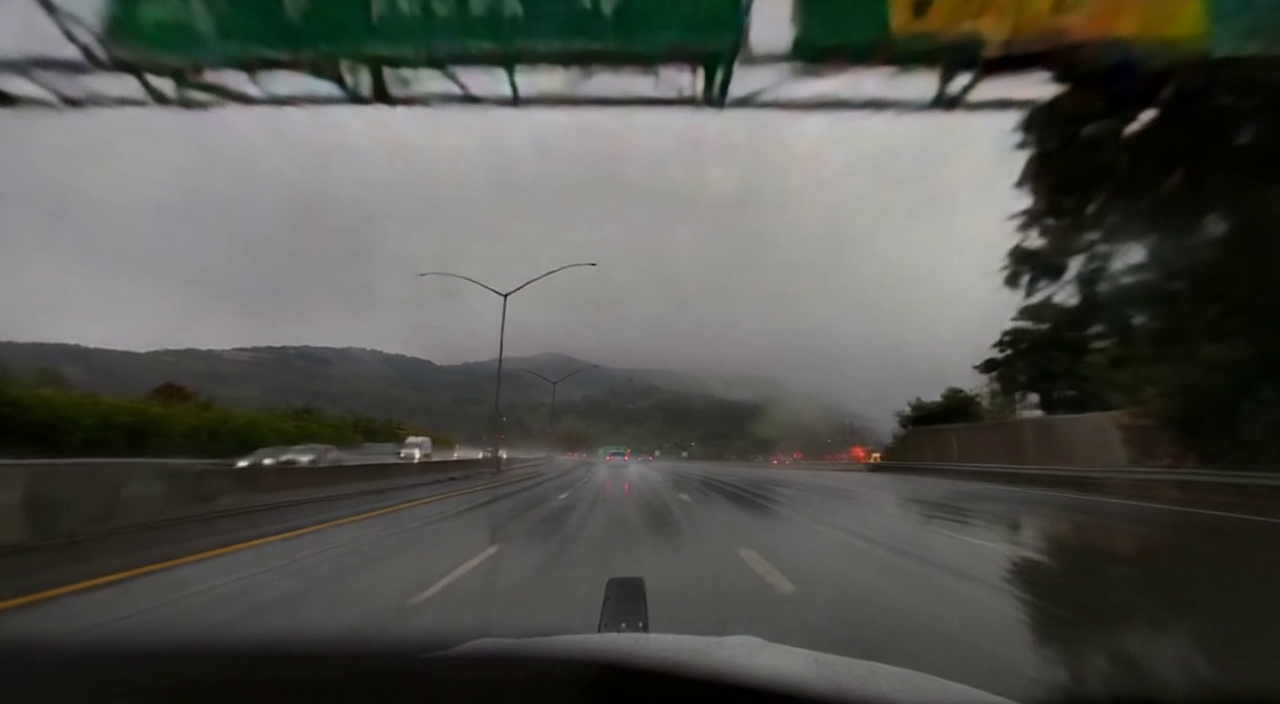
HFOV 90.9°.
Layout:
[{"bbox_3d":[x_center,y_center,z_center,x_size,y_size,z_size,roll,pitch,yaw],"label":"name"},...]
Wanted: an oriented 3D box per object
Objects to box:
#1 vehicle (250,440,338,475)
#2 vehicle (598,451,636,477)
[{"bbox_3d":[-18.480,5.657,33.990,2.015,1.749,4.888,0,-9,-1],"label":"vehicle"},{"bbox_3d":[-1.395,6.847,38.697,2.193,1.497,4.337,0,-9,-2],"label":"vehicle"}]
